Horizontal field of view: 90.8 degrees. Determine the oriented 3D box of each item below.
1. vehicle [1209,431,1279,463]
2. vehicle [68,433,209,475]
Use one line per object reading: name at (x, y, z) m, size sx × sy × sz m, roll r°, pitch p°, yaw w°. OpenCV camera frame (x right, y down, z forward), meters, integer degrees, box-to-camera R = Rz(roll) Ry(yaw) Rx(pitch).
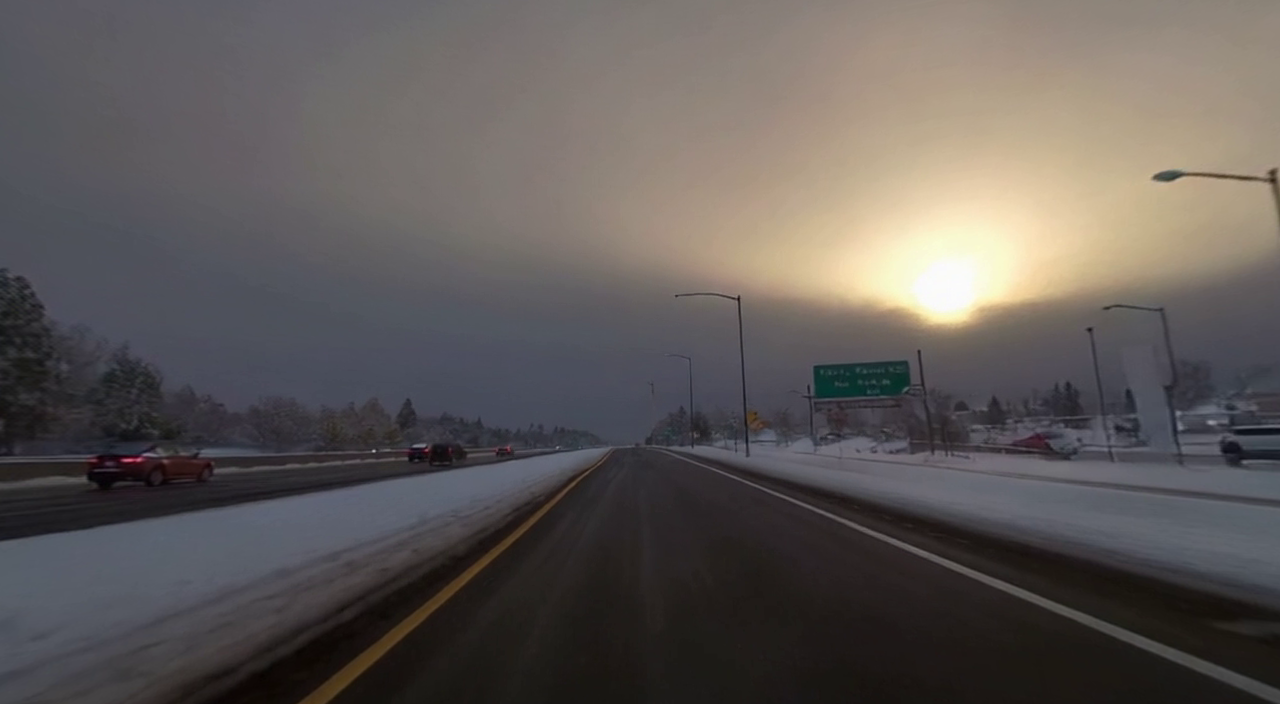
vehicle at (30.519, 4.576, 30.450) m, size 4.141 × 1.505 × 1.972 m, roll -1°, pitch -9°, yaw 3°
vehicle at (-19.917, 4.084, 25.407) m, size 2.068 × 1.518 × 4.438 m, roll 0°, pitch -9°, yaw -1°
